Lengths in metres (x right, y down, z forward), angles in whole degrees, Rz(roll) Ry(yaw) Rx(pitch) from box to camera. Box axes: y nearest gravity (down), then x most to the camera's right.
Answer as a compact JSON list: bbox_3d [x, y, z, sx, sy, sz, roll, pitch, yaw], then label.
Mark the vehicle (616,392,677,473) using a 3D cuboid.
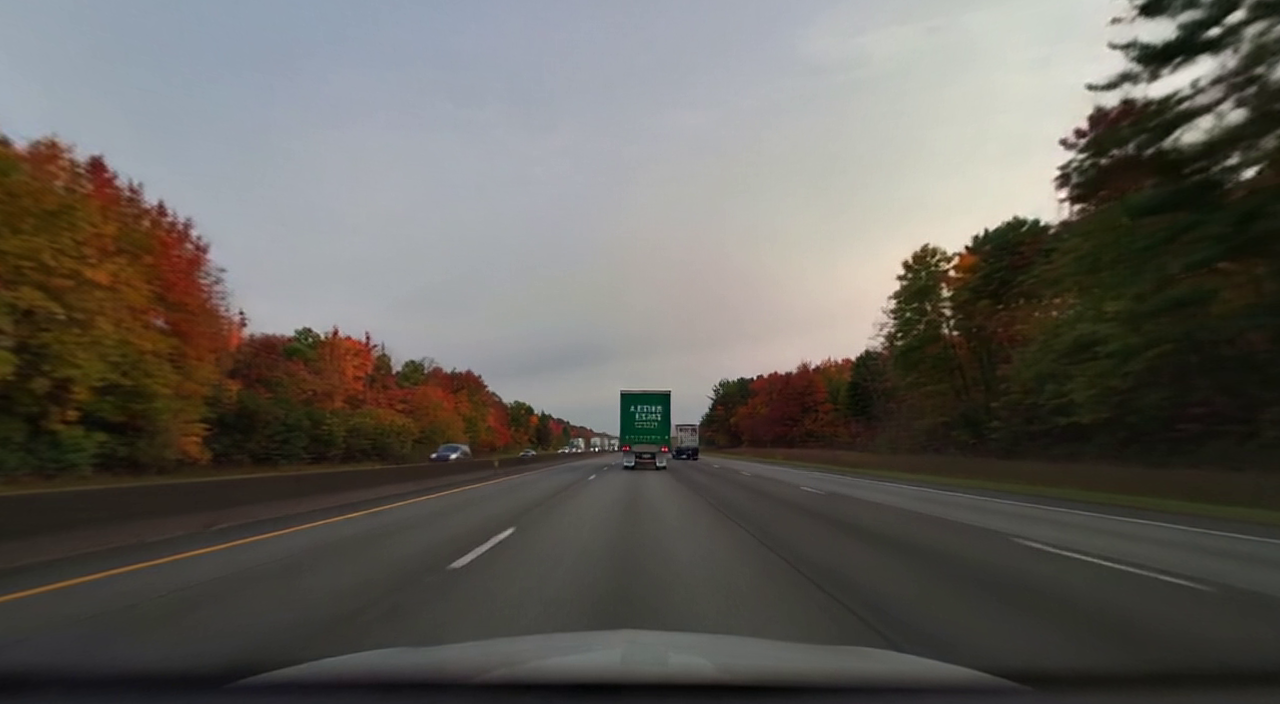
[{"bbox_3d":[0.298,4.881,37.120,3.057,4.073,10.792,0,-9,0],"label":"vehicle"}]
